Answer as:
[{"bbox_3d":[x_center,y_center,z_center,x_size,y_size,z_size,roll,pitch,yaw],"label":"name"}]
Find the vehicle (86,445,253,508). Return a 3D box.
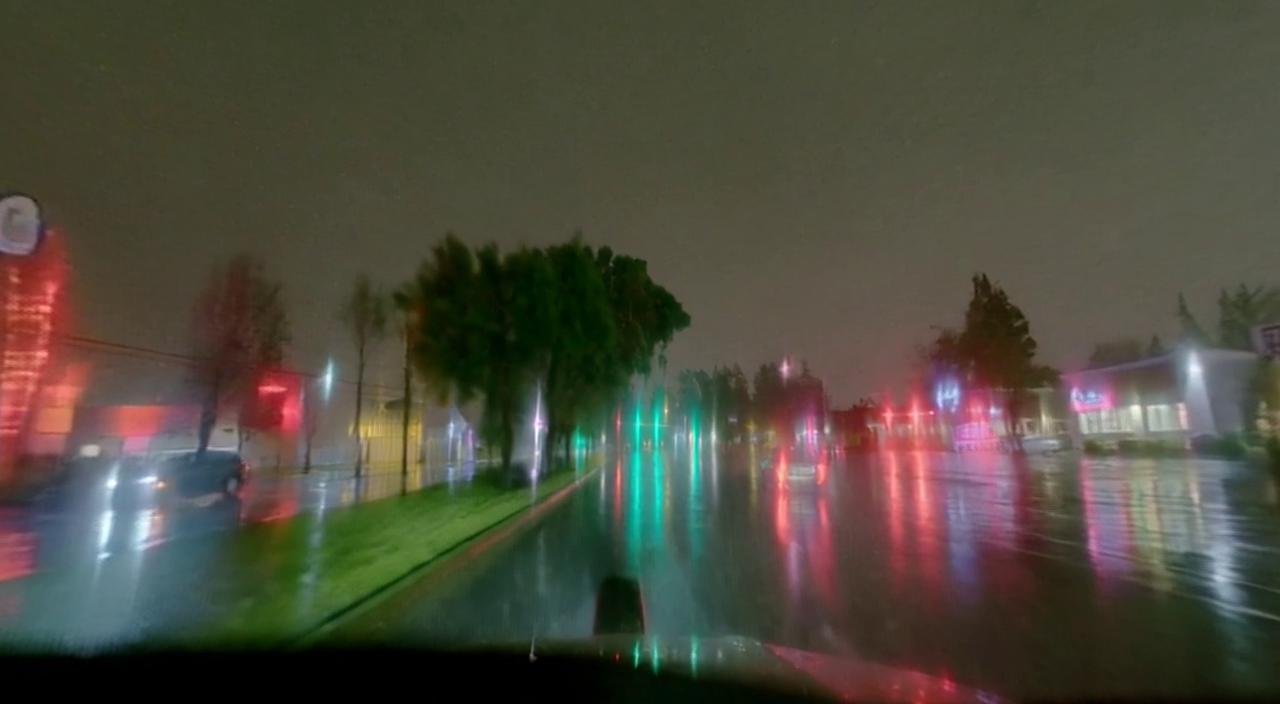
[{"bbox_3d":[-19.406,5.094,26.625,2.648,2.106,6.148,-2,-8,-3],"label":"vehicle"}]
